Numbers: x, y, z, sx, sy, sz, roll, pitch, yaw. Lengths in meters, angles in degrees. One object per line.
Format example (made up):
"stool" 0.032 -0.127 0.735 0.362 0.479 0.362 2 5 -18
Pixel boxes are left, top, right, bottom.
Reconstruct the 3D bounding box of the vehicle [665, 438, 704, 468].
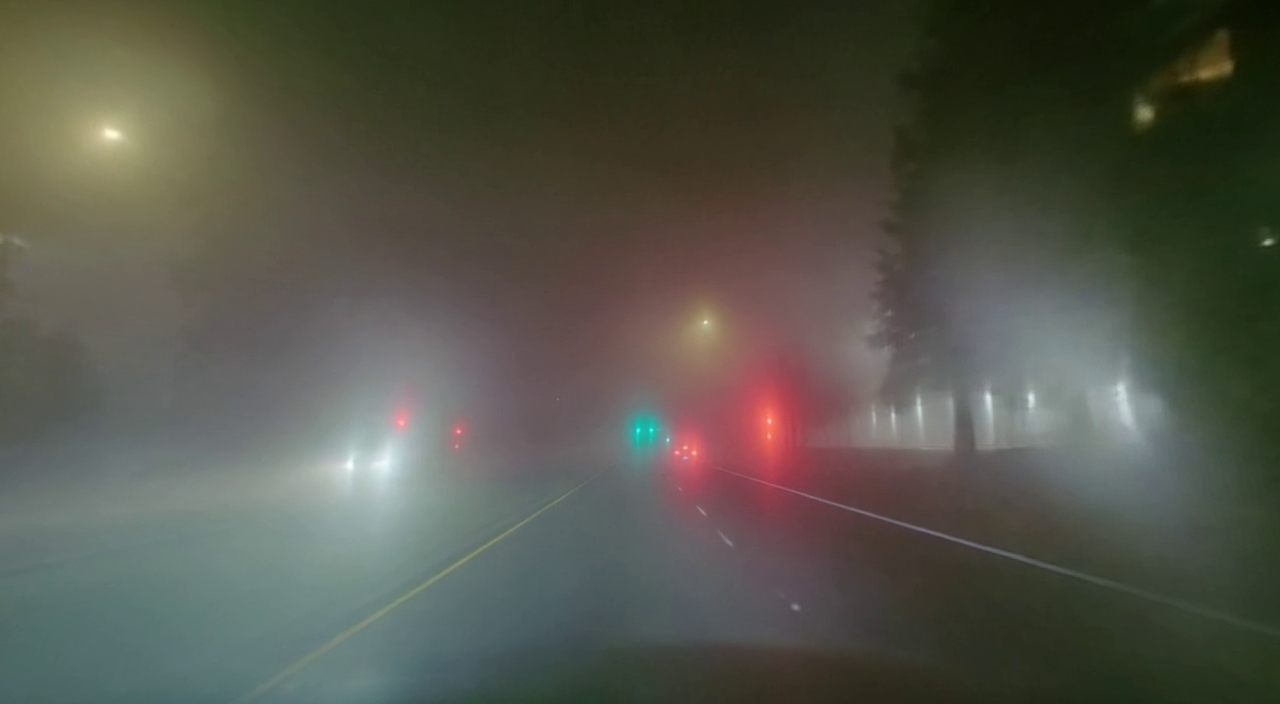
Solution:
"vehicle" 2.866 6.639 41.564 2.085 1.828 5.383 0 -8 -1

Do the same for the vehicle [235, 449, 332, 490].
"vehicle" -16.971 5.580 30.356 2.052 1.776 4.483 0 -8 0

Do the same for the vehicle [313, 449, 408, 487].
"vehicle" -11.831 4.906 27.143 1.890 1.446 4.714 0 -9 1
